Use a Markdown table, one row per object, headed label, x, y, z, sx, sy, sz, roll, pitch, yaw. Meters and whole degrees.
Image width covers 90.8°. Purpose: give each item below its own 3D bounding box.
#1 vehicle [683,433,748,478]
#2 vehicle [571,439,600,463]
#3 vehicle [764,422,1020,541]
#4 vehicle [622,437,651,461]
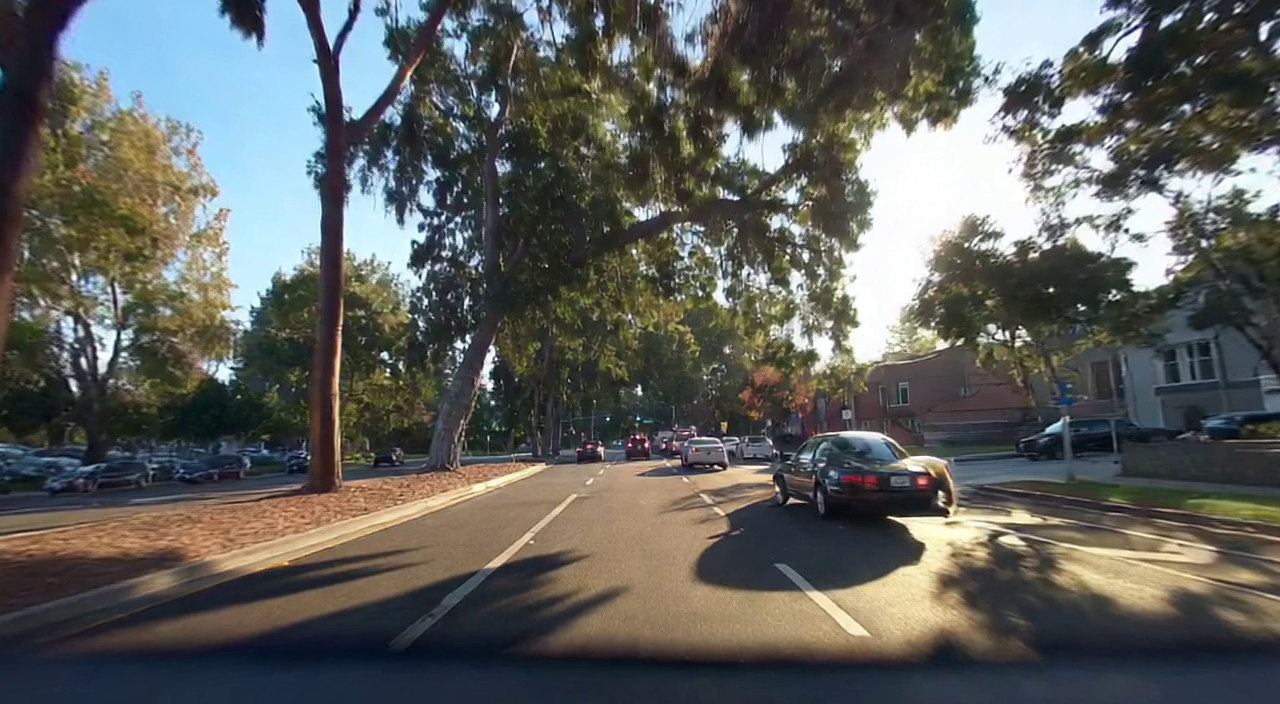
| label | x | y | z | sx | sy | sz | roll | pitch | yaw |
| --- | --- | --- | --- | --- | --- | --- | --- | --- | --- |
| vehicle | 3.022 | 4.289 | 26.369 | 2.041 | 1.688 | 4.717 | 0 | -8 | -1 |
| vehicle | -4.136 | 7.601 | 48.628 | 2.083 | 1.691 | 4.398 | 0 | -9 | -3 |
| vehicle | 3.748 | 2.046 | 10.666 | 2.165 | 1.513 | 4.911 | 0 | -9 | -2 |
| vehicle | -0.295 | 7.313 | 47.495 | 2.052 | 1.693 | 4.554 | 0 | -8 | -1 |
